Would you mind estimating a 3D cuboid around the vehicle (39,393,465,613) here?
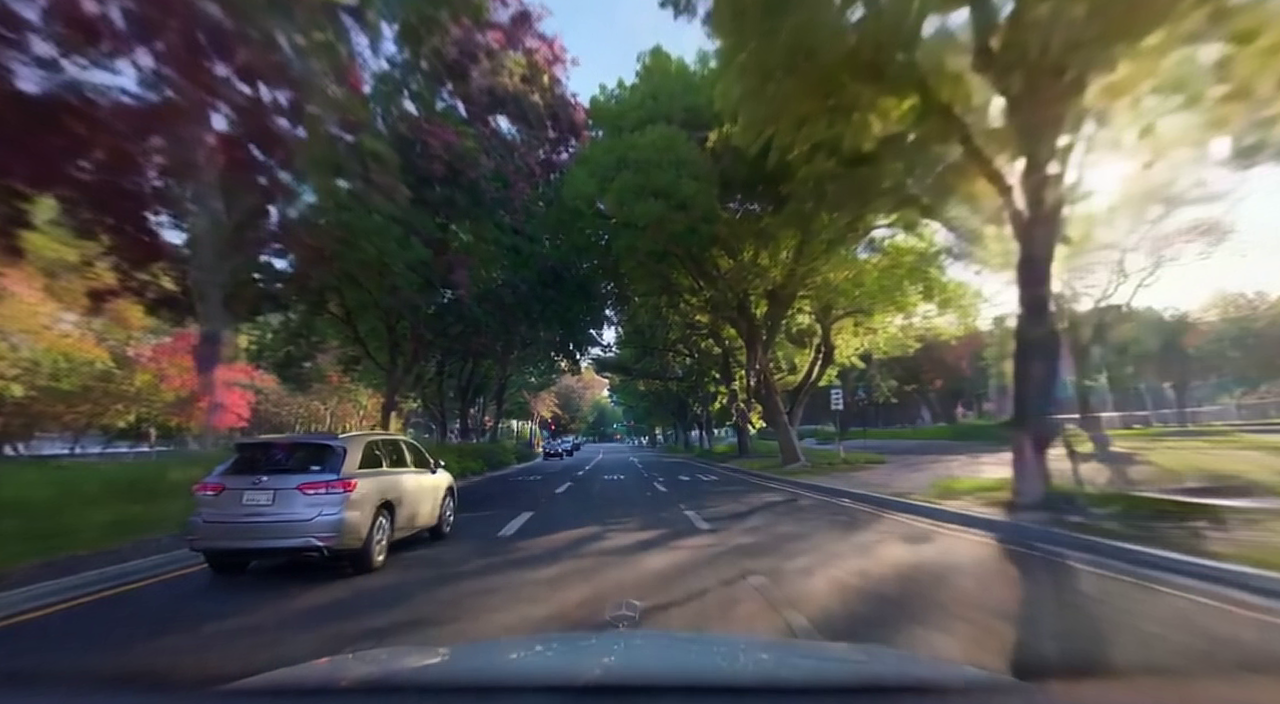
[{"bbox_3d":[-3.672,1.508,7.289,2.067,1.700,4.561,0,-8,-1],"label":"vehicle"}]
